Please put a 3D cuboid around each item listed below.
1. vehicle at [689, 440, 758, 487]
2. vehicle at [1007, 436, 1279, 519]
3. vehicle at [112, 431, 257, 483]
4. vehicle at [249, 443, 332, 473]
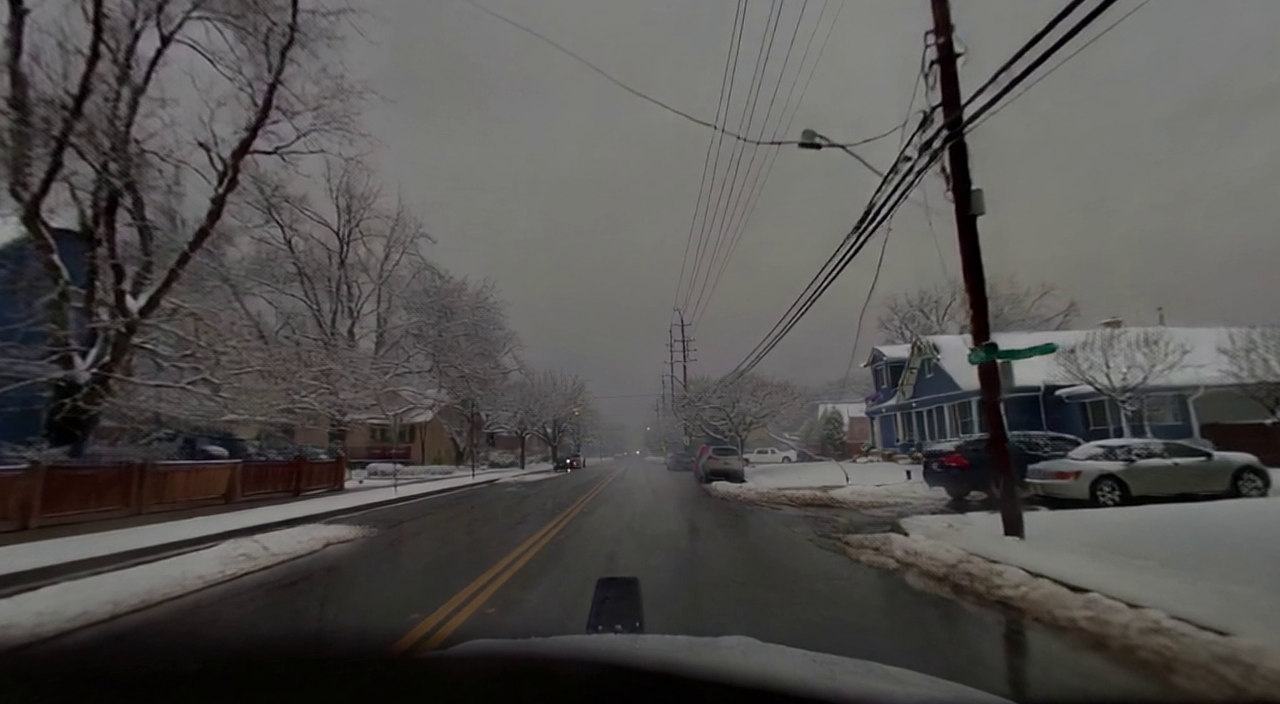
[{"bbox_3d":[3.592,4.908,28.191,2.114,1.858,5.144,0,-9,-3],"label":"vehicle"},{"bbox_3d":[10.391,2.482,12.786,4.625,1.501,2.011,0,-8,0],"label":"vehicle"},{"bbox_3d":[-17.932,4.178,25.275,2.034,1.829,5.161,0,-9,-2],"label":"vehicle"},{"bbox_3d":[-21.681,6.586,39.510,2.139,1.746,5.099,0,-8,2],"label":"vehicle"}]
